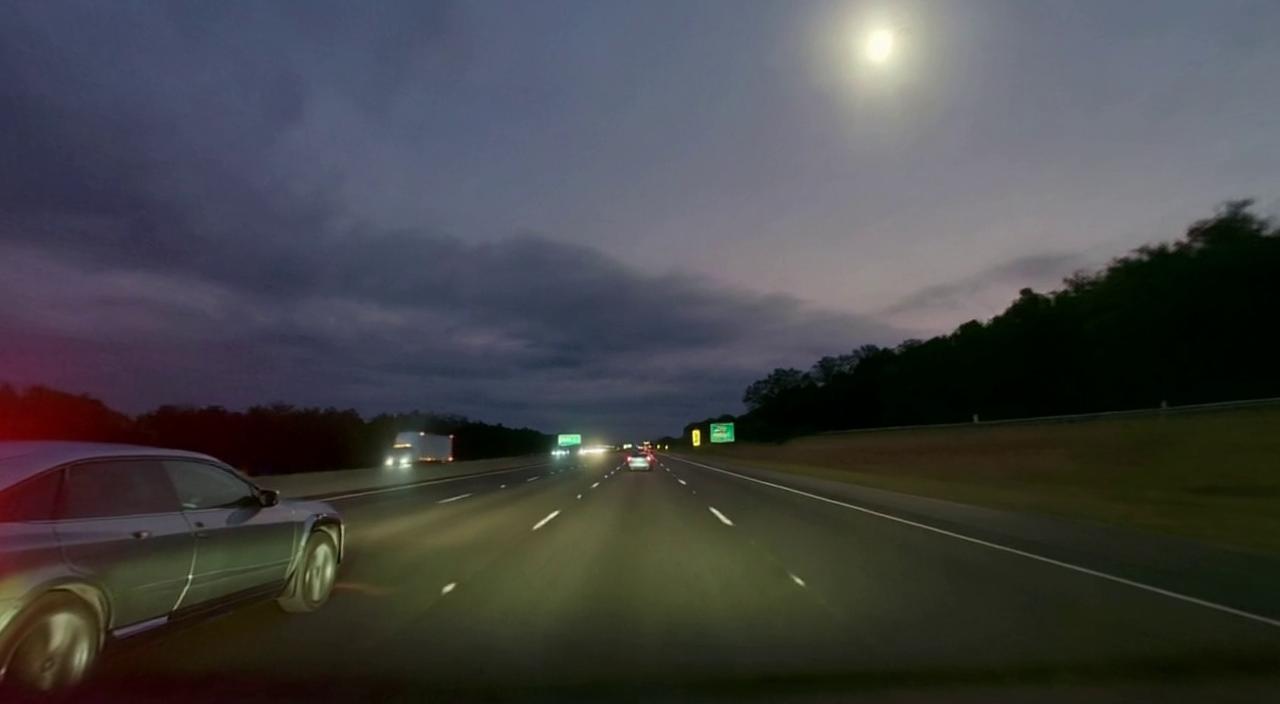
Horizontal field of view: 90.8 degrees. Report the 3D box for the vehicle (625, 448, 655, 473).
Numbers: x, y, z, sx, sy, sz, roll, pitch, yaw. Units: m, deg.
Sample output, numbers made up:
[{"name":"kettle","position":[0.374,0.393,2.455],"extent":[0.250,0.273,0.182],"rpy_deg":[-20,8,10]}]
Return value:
[{"name":"vehicle","position":[0.007,7.075,41.312],"extent":[1.908,1.515,3.871],"rpy_deg":[0,-9,0]}]
